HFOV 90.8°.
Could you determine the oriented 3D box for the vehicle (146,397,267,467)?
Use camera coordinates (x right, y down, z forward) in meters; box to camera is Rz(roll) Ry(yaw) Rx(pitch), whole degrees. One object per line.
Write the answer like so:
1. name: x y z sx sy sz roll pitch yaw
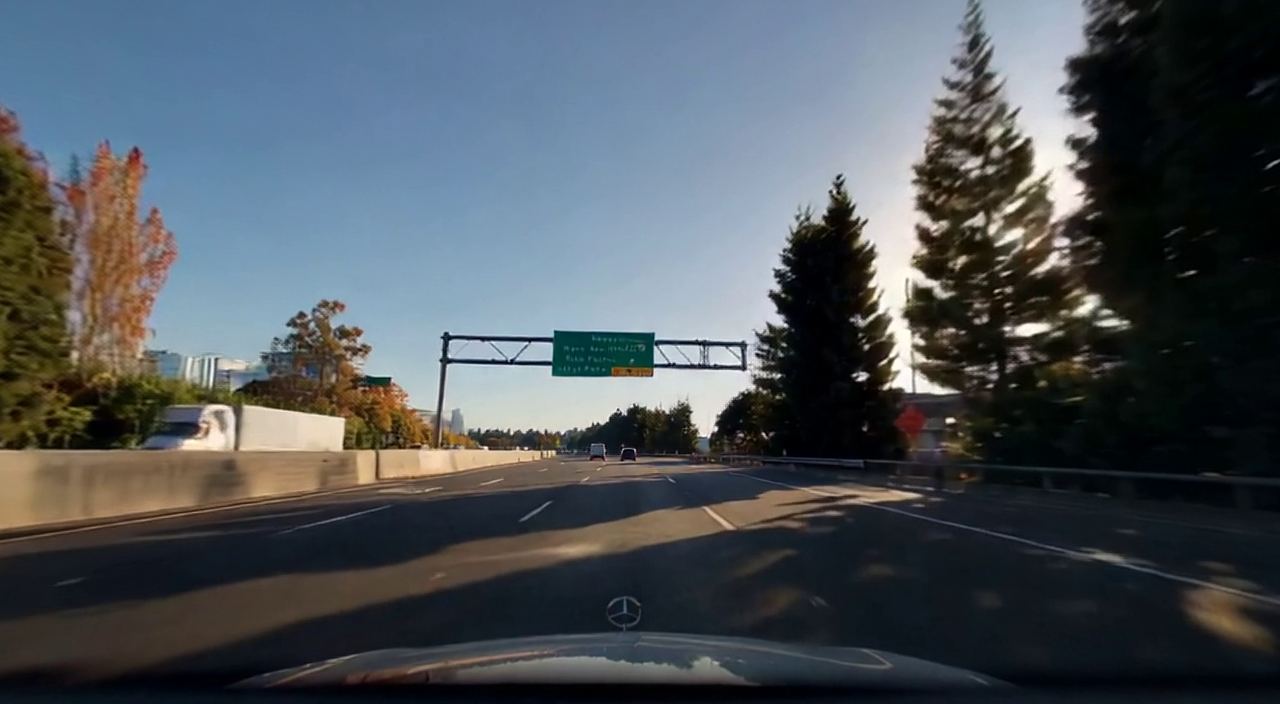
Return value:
1. vehicle: -25.785 4.880 37.944 3.021 3.858 5.845 0 -9 -2
